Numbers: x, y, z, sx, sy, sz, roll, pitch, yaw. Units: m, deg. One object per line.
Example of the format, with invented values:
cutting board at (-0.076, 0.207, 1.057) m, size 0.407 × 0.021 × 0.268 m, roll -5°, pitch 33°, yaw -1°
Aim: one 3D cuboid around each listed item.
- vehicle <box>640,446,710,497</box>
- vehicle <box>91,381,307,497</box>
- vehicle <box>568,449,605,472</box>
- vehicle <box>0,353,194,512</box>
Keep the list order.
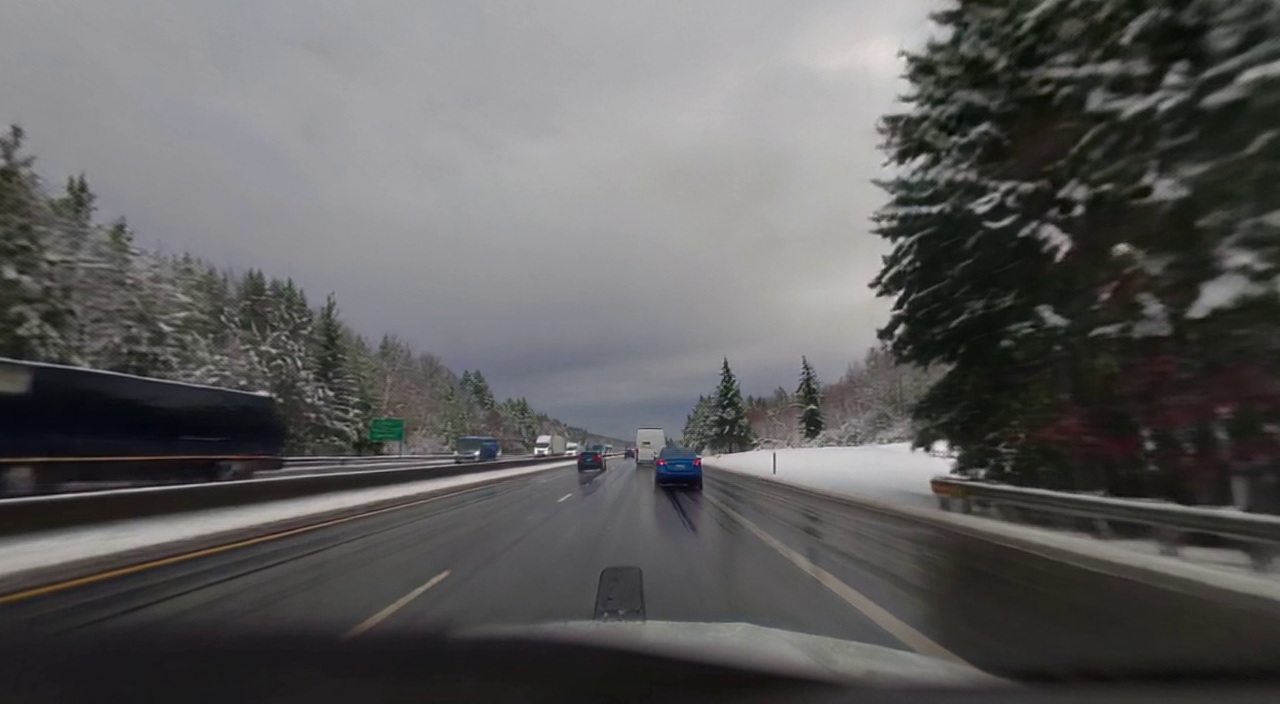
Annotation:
vehicle at (1.034, 3.792, 20.325) m, size 2.012 × 1.485 × 3.649 m, roll 0°, pitch -9°, yaw 0°
vehicle at (-17.568, 3.646, 26.138) m, size 2.860 × 4.038 × 8.120 m, roll 0°, pitch -9°, yaw 0°
vehicle at (-3.701, 7.646, 44.737) m, size 2.100 × 1.514 × 4.794 m, roll 0°, pitch -9°, yaw 1°
vehicle at (-17.628, 2.190, 16.957) m, size 3.035 × 3.965 × 10.967 m, roll 0°, pitch -9°, yaw 1°
